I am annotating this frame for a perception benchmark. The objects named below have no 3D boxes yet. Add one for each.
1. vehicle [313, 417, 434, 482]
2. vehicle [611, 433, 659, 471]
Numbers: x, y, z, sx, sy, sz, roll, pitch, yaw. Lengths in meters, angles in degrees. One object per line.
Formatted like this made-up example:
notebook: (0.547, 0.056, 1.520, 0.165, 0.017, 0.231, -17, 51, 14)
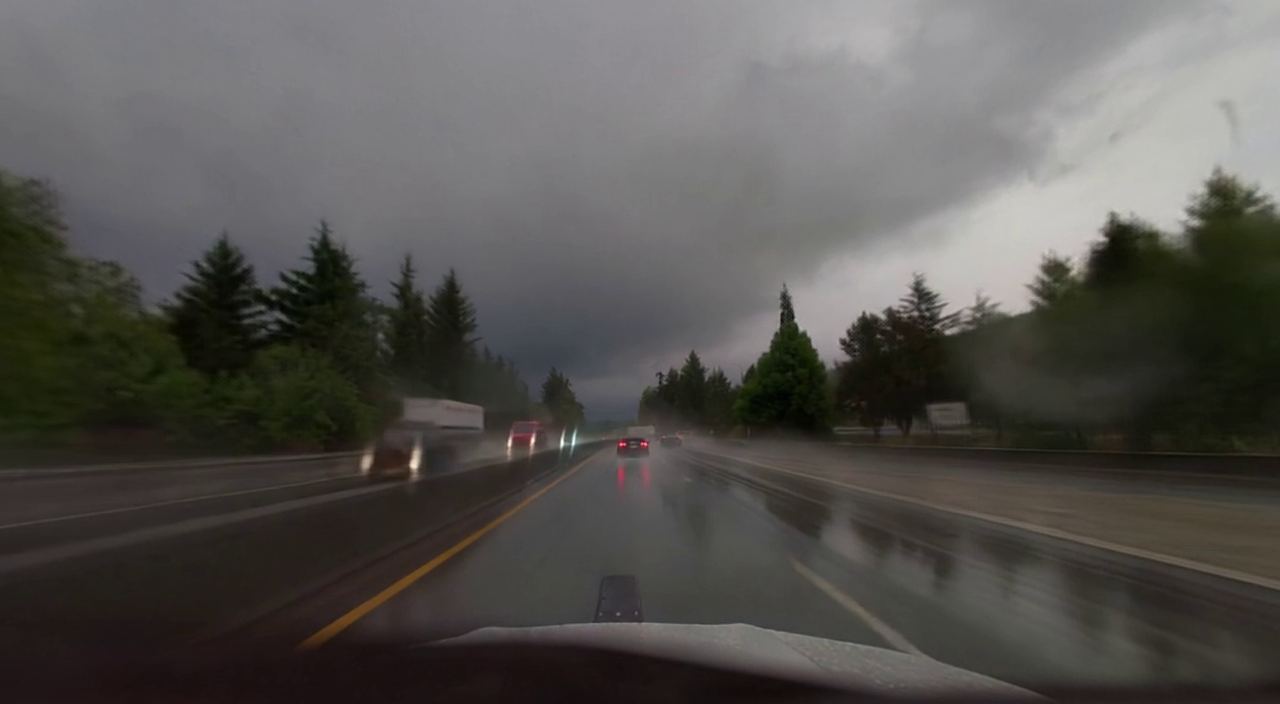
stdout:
vehicle: (-9.341, 3.450, 22.637, 2.141, 2.026, 5.060, 0, -8, 0)
vehicle: (-0.252, 4.152, 26.481, 1.897, 1.479, 3.724, 0, -8, -2)
